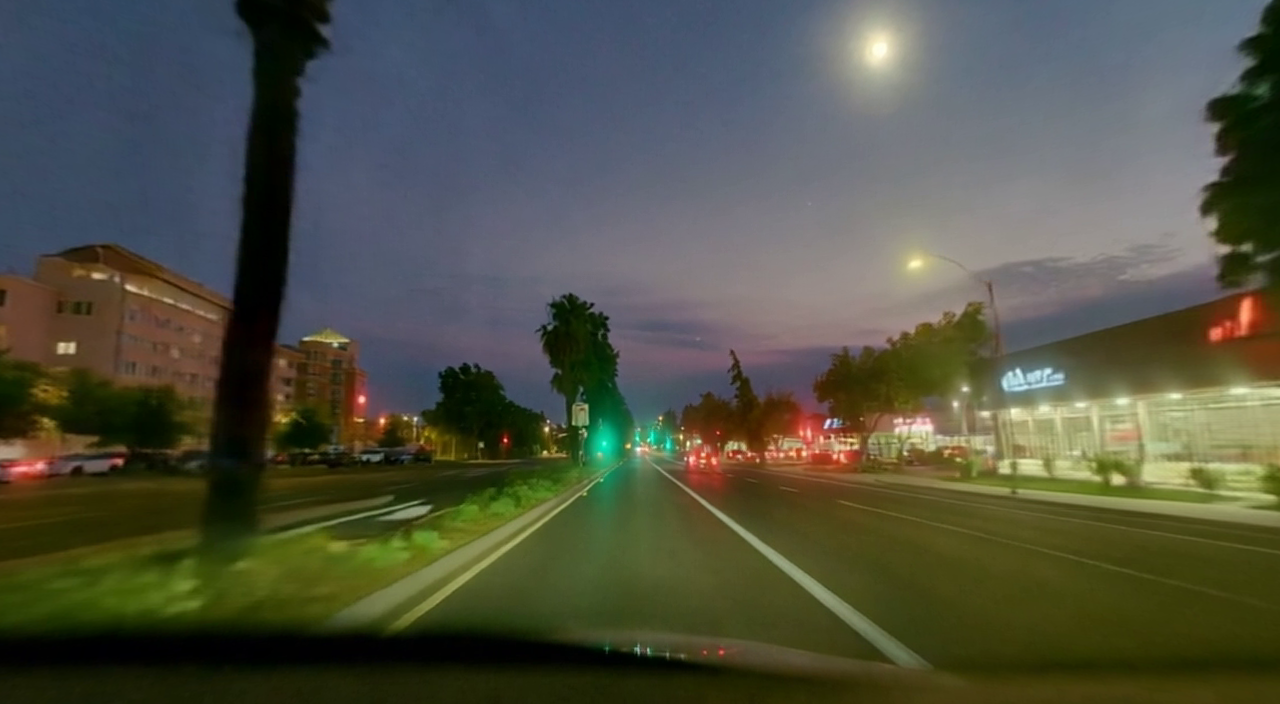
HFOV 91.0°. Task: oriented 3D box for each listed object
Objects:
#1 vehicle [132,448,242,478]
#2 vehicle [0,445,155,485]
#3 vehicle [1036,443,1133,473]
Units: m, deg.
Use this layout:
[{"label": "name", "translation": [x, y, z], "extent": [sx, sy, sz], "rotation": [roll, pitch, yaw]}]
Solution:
[{"label": "vehicle", "translation": [-30.601, 7.497, 42.689], "extent": [5.493, 1.979, 2.437], "rotation": [0, -9, -2]}, {"label": "vehicle", "translation": [-32.027, 6.404, 35.955], "extent": [6.216, 2.077, 2.806], "rotation": [0, -9, 1]}, {"label": "vehicle", "translation": [24.159, 5.742, 34.447], "extent": [1.881, 1.509, 4.448], "rotation": [0, -9, -3]}]
